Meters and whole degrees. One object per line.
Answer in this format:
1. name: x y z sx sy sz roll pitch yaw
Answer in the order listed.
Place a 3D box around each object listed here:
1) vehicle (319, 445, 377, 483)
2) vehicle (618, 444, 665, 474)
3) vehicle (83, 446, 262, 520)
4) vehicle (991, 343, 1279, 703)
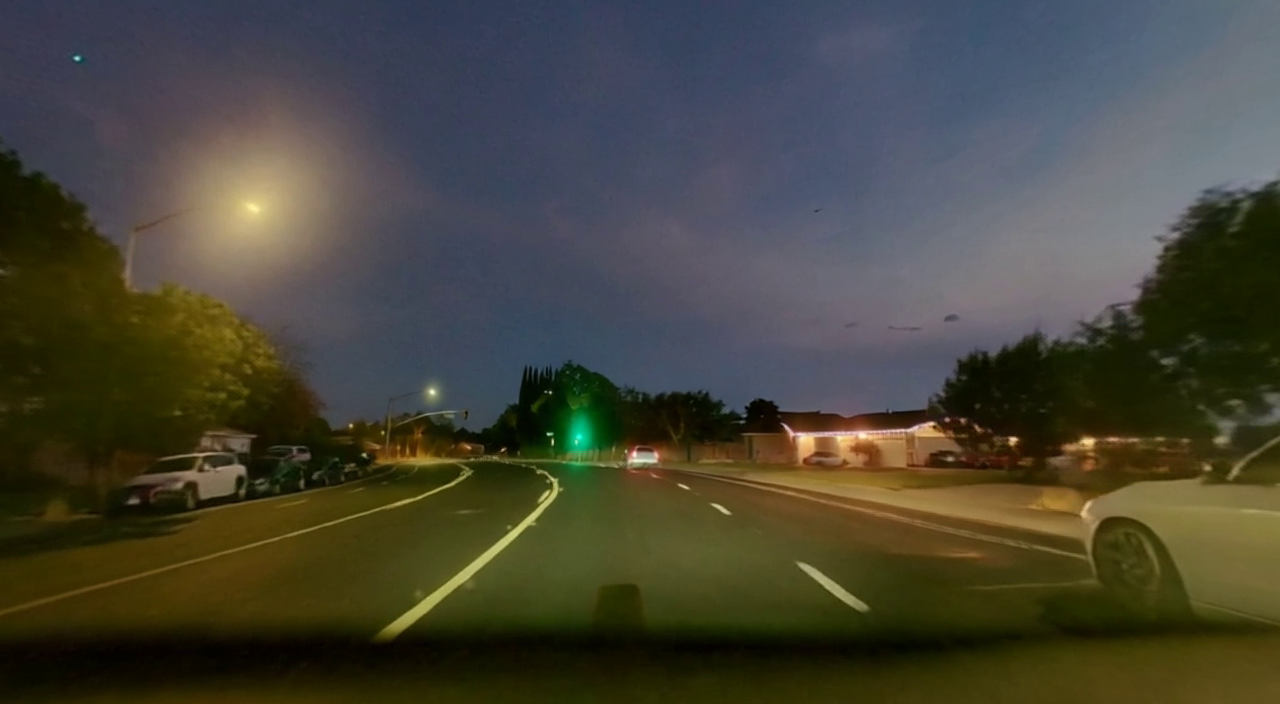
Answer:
1. vehicle: -16.272 6.212 35.489 1.993 1.801 5.201 -1 -8 -13
2. vehicle: 0.002 6.284 37.392 1.951 1.620 4.582 2 -9 -11
3. vehicle: -13.138 3.632 18.240 2.146 1.806 4.733 1 -9 -10
4. vehicle: 3.916 0.824 2.443 2.081 1.828 5.138 0 -9 -1
